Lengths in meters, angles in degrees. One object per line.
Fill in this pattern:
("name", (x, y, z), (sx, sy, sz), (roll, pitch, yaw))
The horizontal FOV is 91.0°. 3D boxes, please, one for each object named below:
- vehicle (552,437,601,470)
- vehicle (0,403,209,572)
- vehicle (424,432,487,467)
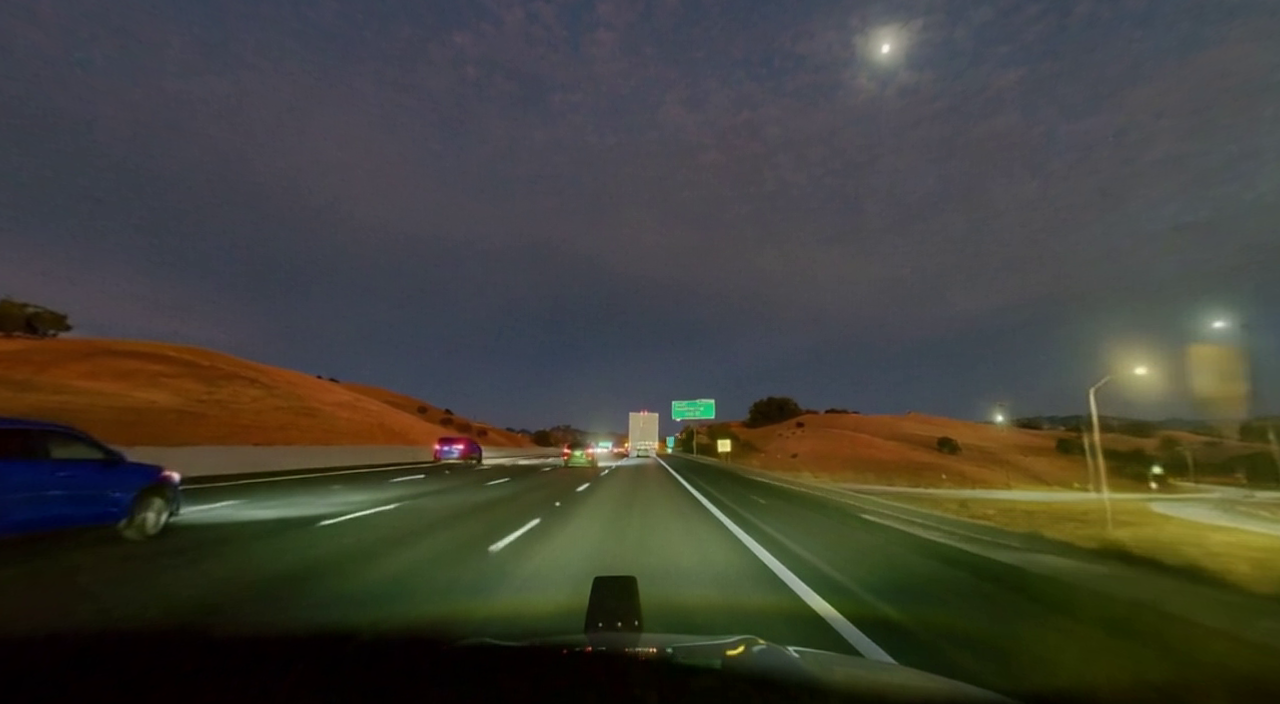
("vehicle", (-3.540, 5.747, 35.907), (2.194, 1.725, 4.698), (0, -9, 1))
("vehicle", (-7.474, 1.427, 6.842), (2.098, 1.678, 4.822), (0, -9, 0))
("vehicle", (-10.817, 5.743, 37.307), (2.111, 1.906, 5.028), (0, -9, 1))
